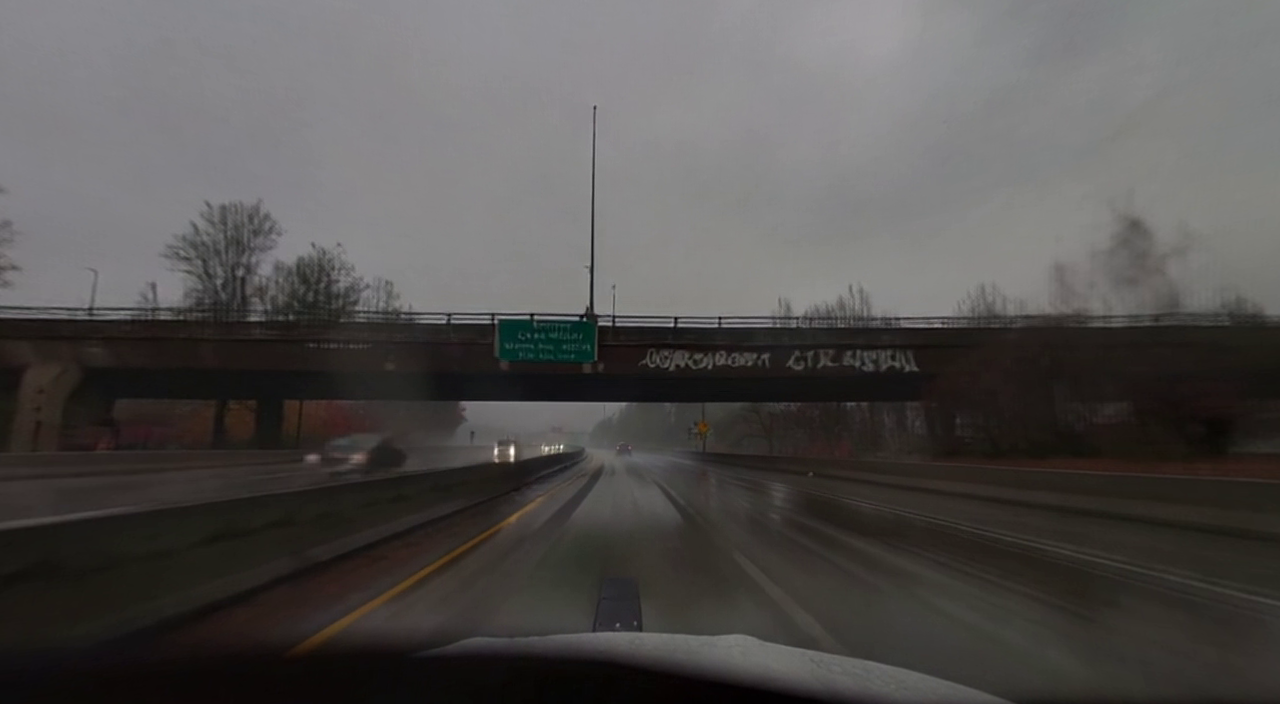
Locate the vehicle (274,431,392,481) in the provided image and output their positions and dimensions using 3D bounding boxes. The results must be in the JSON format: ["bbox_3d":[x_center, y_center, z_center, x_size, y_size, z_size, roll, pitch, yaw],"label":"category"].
[{"bbox_3d":[-10.008,3.429,20.844,1.917,1.499,4.022,0,-9,-1],"label":"vehicle"}]

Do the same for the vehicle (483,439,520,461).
[{"bbox_3d":[-10.362,7.379,47.224,1.931,1.553,4.205,0,-9,-2],"label":"vehicle"}]
